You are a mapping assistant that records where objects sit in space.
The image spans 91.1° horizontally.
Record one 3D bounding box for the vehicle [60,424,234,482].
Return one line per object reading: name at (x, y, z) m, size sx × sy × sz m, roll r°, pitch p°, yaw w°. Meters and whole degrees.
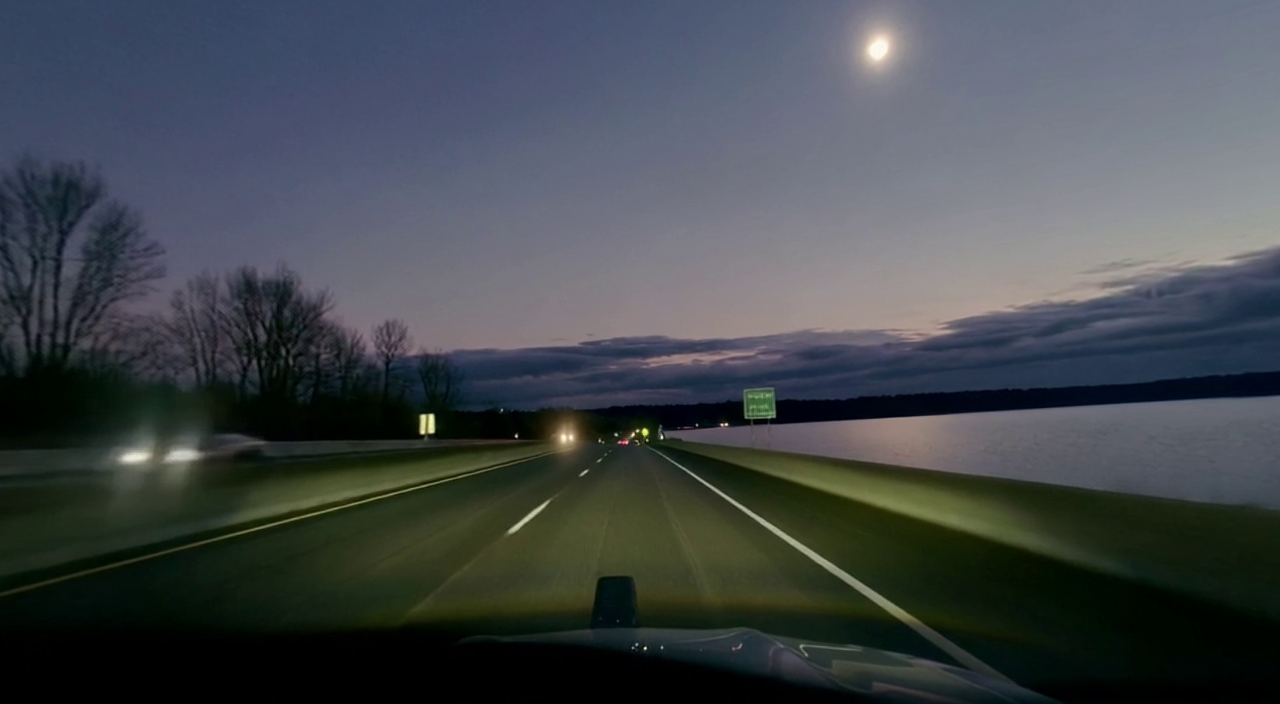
vehicle at (-14.092, 2.893, 18.302) m, size 1.827 × 1.488 × 3.918 m, roll 0°, pitch -8°, yaw 1°
